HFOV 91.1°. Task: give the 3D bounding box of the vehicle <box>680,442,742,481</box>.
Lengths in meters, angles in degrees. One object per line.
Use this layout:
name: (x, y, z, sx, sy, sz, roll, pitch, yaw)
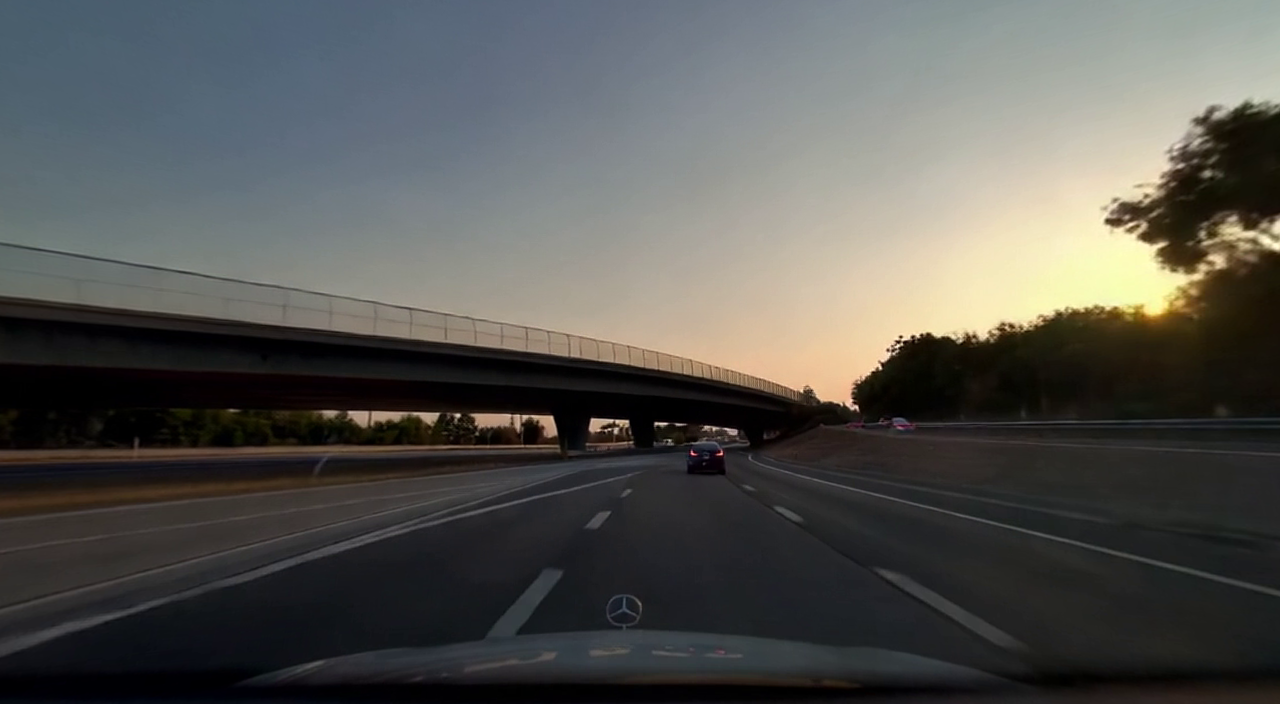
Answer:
vehicle: (2.703, 4.291, 24.988, 2.124, 1.405, 4.398, 0, -8, 2)
